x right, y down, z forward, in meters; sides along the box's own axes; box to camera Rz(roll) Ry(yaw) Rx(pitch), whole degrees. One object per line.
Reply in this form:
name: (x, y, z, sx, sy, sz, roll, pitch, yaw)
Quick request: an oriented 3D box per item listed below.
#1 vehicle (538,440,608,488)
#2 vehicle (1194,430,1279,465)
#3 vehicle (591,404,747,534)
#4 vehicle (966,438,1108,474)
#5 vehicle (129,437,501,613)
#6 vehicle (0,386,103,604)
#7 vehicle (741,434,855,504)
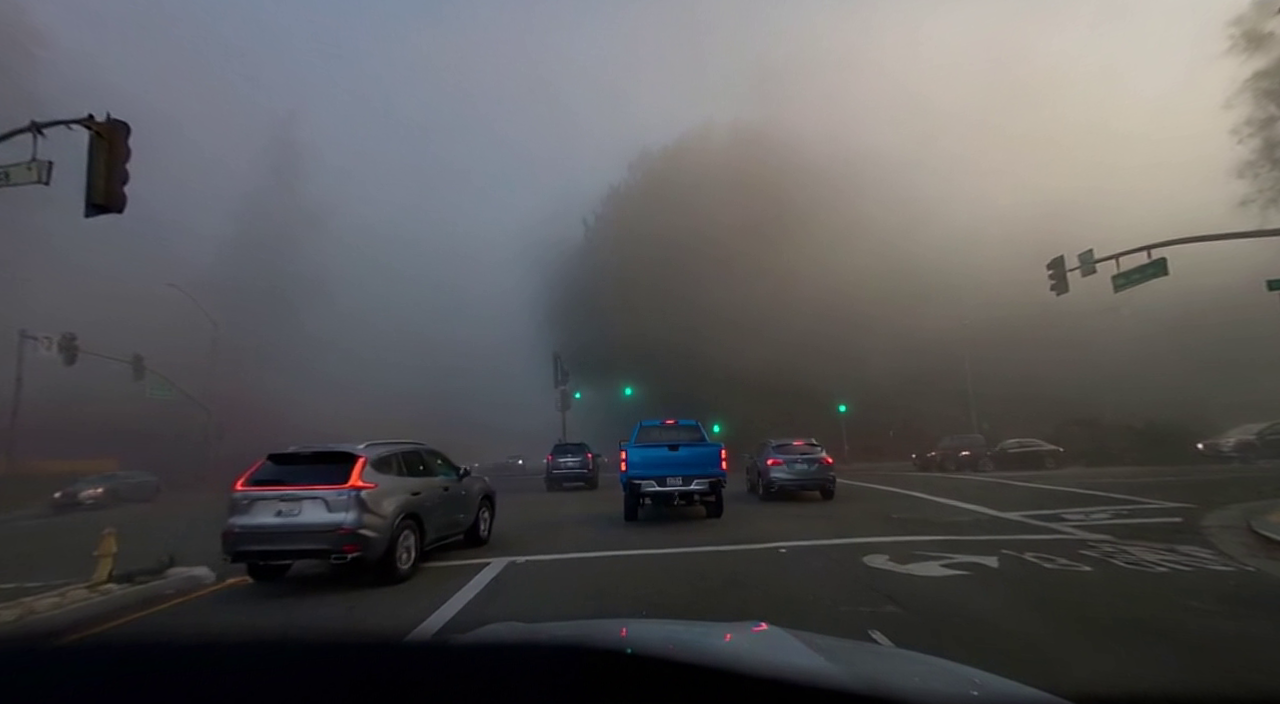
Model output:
vehicle: (-2.565, 4.446, 25.375, 2.125, 1.739, 4.707, 0, -8, 2)
vehicle: (27.527, 4.198, 27.607, 4.681, 1.458, 1.908, 0, -8, -1)
vehicle: (0.564, 2.237, 12.613, 2.505, 2.084, 4.768, 0, -8, 3)
vehicle: (16.658, 4.375, 26.599, 4.809, 1.458, 1.842, 0, -8, -3)
vehicle: (-3.314, 1.824, 7.783, 1.998, 1.481, 4.656, 0, -8, 2)
vehicle: (-7.669, 1.126, 4.283, 2.530, 2.141, 6.143, 0, -8, 1)
vehicle: (4.117, 3.112, 17.242, 1.984, 1.659, 4.226, 0, -8, -1)
